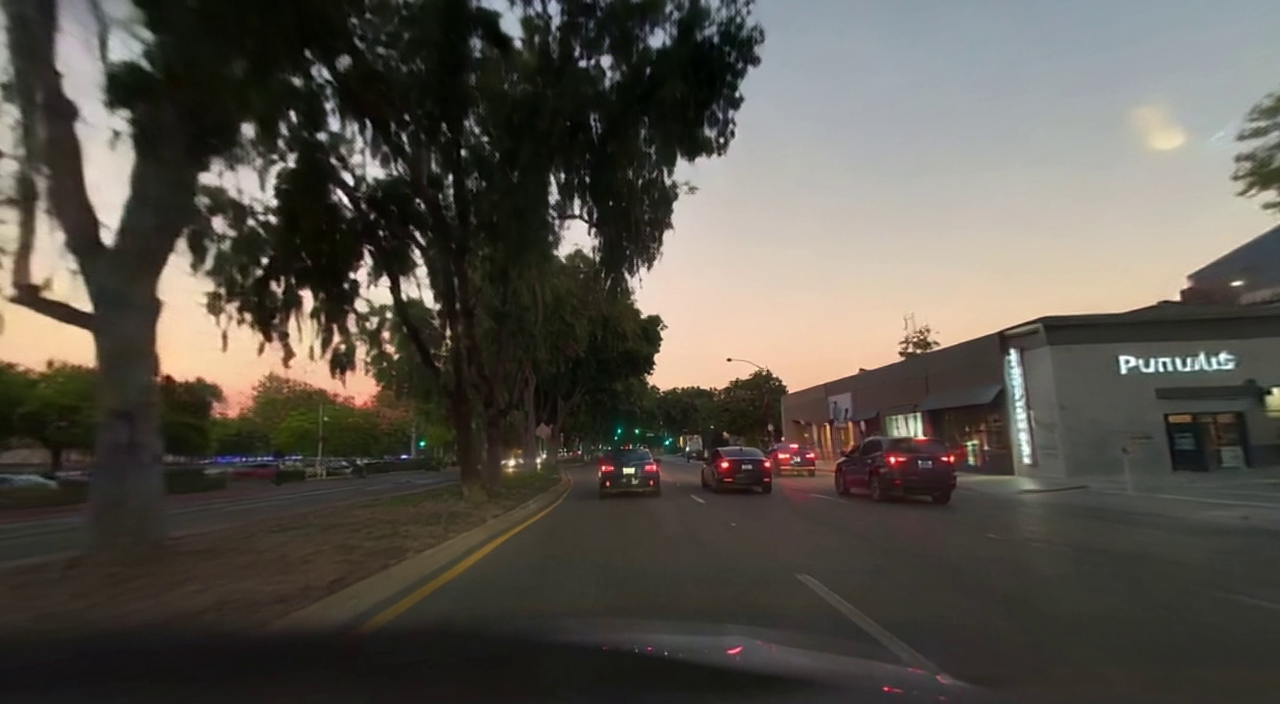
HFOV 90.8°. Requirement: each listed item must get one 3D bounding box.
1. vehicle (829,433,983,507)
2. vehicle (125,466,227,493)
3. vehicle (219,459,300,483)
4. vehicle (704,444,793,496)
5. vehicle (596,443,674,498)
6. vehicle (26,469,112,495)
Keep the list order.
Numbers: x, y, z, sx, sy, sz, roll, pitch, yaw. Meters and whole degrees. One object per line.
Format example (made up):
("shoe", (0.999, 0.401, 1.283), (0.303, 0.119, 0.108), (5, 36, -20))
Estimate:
("vehicle", (7.035, 3.180, 17.426), (2.052, 1.708, 4.842), (0, -9, -1))
("vehicle", (-28.200, 7.770, 38.468), (4.693, 1.499, 1.838), (0, -9, 0))
("vehicle", (-28.005, 8.770, 46.585), (4.640, 1.640, 2.026), (-1, -9, 1))
("vehicle", (3.362, 3.742, 20.378), (1.993, 1.477, 4.240), (0, -9, -2))
("vehicle", (-0.225, 3.554, 19.271), (2.101, 1.444, 4.248), (0, -9, -2))
("vehicle", (-41.097, 9.329, 45.624), (1.864, 1.585, 4.629), (-1, -9, -1))
